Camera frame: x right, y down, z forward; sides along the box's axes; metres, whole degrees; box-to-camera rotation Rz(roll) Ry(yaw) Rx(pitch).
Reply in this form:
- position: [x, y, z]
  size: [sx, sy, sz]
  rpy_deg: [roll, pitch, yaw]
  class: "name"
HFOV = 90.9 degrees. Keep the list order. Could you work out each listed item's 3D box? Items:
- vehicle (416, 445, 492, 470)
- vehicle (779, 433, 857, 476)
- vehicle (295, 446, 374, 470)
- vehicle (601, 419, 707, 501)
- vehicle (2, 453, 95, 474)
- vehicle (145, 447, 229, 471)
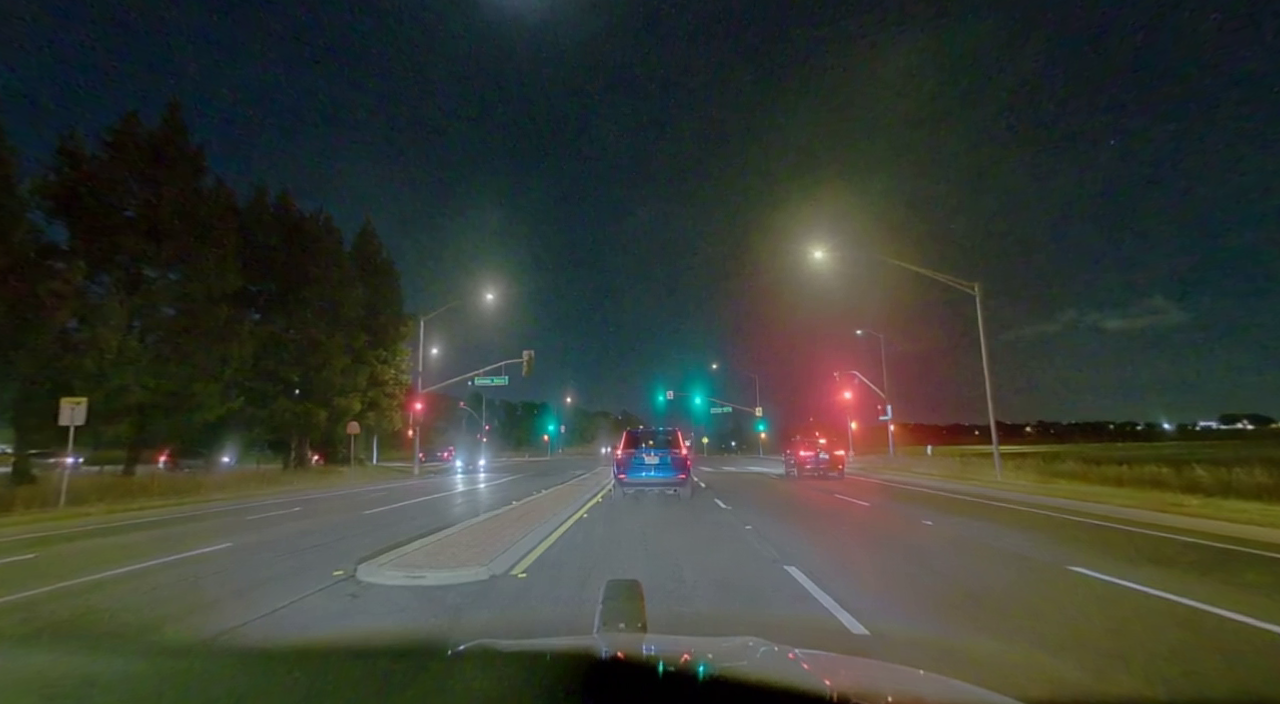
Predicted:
- position: [-11.936, 6.687, 40.376]
  size: [4.707, 1.480, 2.425]
  rpy_deg: [-7, -11, 40]
  class: "vehicle"
- position: [7.407, 4.306, 26.710]
  size: [2.012, 1.636, 4.352]
  rpy_deg: [0, -8, 0]
  class: "vehicle"
- position: [-21.578, 7.468, 44.579]
  size: [4.510, 1.606, 2.192]
  rpy_deg: [-2, -8, 10]
  class: "vehicle"
- position: [0.326, 2.672, 15.883]
  size: [2.298, 1.770, 4.138]
  rpy_deg: [0, -8, 1]
  class: "vehicle"
- position: [-42.835, 8.081, 45.739]
  size: [4.559, 1.458, 2.265]
  rpy_deg: [-1, -8, 3]
  class: "vehicle"
- position: [-33.323, 7.899, 46.475]
  size: [4.608, 1.680, 2.026]
  rpy_deg: [-1, -8, 3]
  class: "vehicle"
